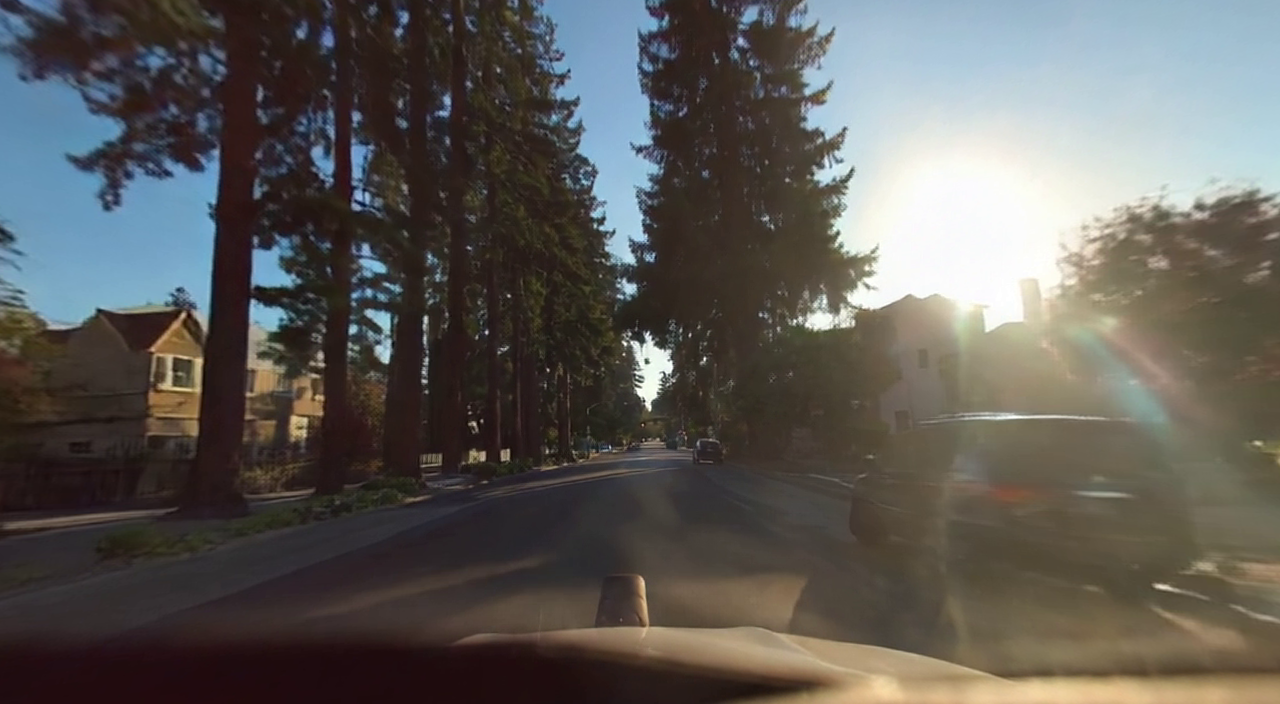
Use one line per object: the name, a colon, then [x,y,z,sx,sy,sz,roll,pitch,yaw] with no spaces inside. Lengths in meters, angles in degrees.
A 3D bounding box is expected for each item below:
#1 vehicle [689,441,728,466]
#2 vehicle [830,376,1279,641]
vehicle: [4.413,6.577,41.137,2.013,1.473,4.329,0,-8,0]
vehicle: [3.653,1.354,6.445,2.055,1.738,4.448,0,-8,1]
